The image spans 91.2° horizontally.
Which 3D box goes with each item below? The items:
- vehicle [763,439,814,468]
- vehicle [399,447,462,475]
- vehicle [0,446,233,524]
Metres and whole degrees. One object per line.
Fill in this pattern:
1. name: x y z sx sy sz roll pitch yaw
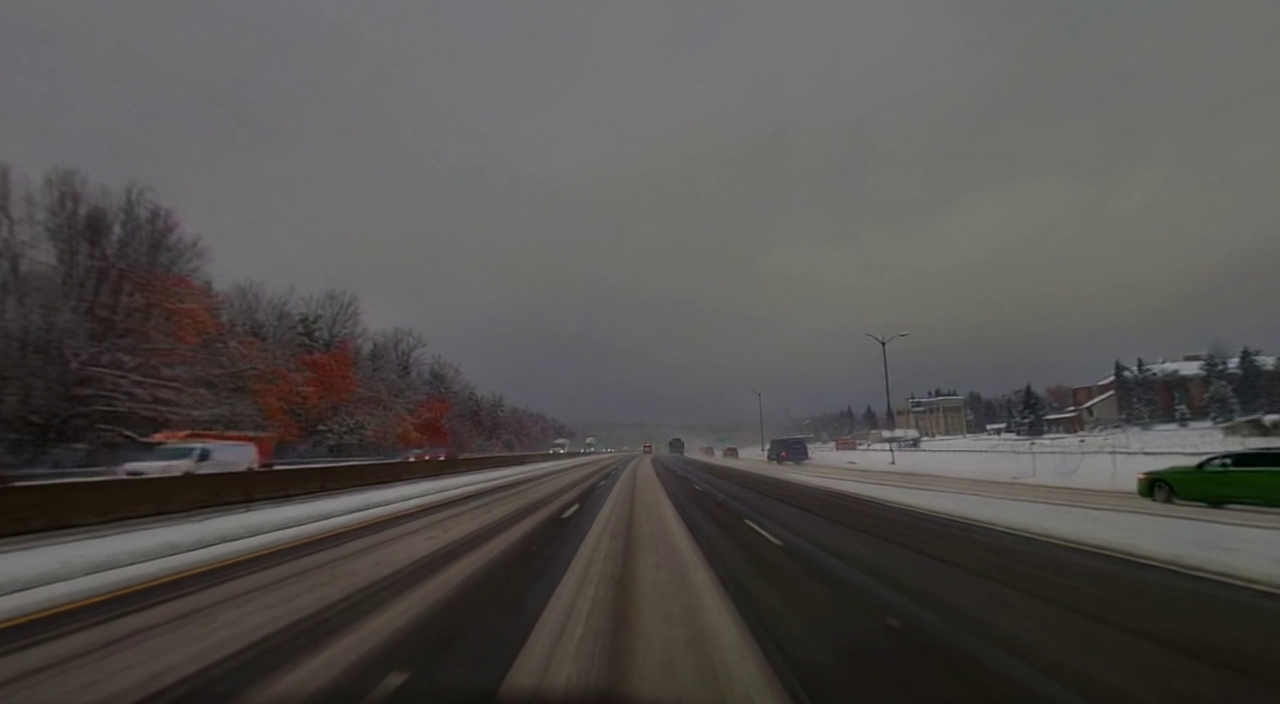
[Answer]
1. vehicle: 9.658 6.663 41.170 2.034 1.770 4.637 0 -9 -2
2. vehicle: -11.850 6.181 35.755 2.037 1.490 4.375 0 -9 1
3. vehicle: -11.790 2.934 14.426 1.874 1.489 4.402 0 -9 0
